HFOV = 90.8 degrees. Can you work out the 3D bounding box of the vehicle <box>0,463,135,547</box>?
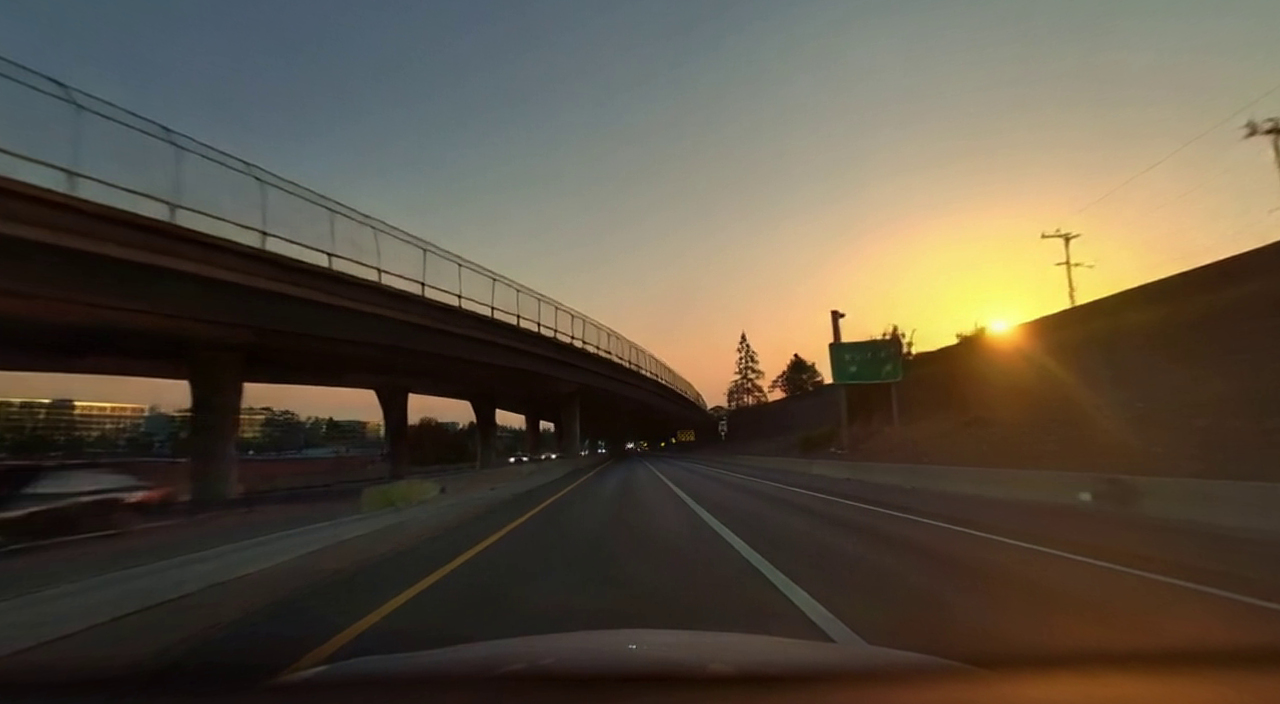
[{"bbox_3d":[-12.869,2.997,12.501,1.959,1.465,4.601,0,-9,-1],"label":"vehicle"}]
